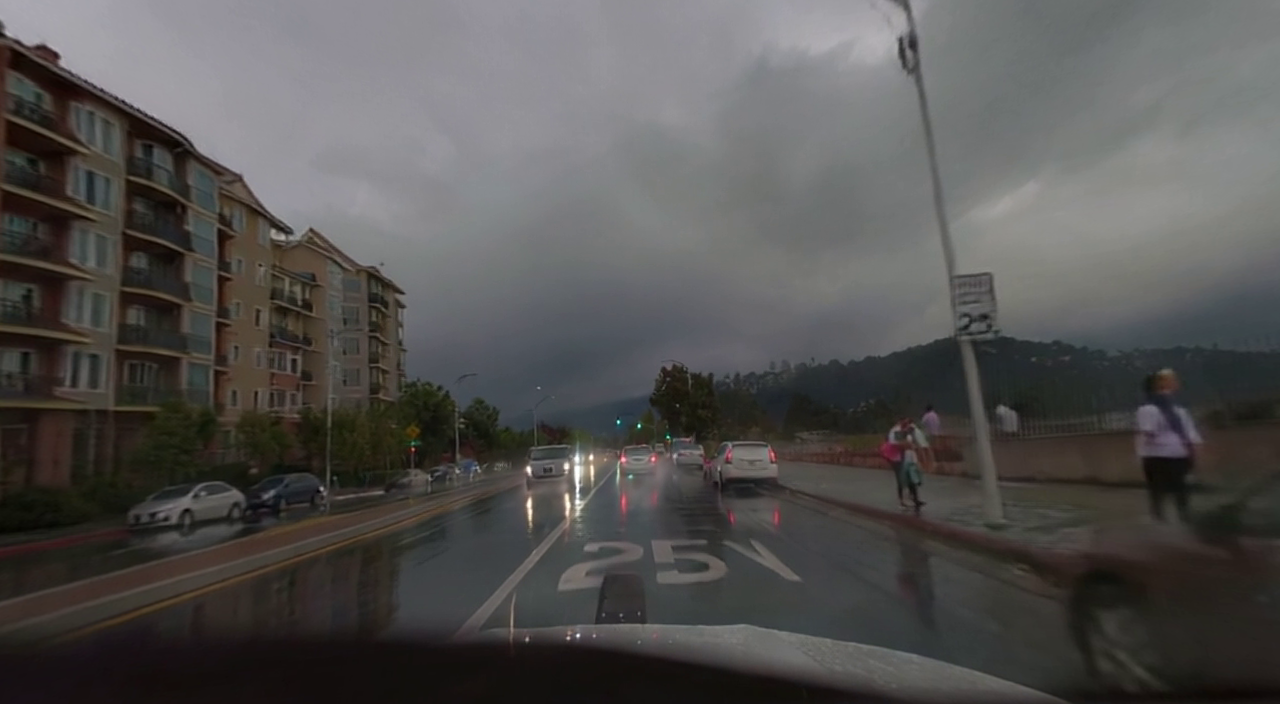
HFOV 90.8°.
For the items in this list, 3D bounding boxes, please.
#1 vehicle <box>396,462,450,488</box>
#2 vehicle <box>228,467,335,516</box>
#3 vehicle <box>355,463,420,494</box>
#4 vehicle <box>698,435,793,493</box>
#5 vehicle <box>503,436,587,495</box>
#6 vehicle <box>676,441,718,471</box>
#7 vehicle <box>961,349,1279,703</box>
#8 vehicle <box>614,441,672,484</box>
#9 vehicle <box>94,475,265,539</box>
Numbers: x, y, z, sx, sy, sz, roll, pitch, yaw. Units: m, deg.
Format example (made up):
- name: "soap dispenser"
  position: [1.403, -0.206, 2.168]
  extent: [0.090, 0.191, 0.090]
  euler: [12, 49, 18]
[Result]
- name: "vehicle"
  position: [-13.707, 7.780, 40.206]
  extent: [1.752, 1.479, 4.575]
  euler: [0, -9, 0]
- name: "vehicle"
  position: [-13.780, 5.349, 24.595]
  extent: [1.839, 1.594, 4.055]
  euler: [0, -9, -1]
- name: "vehicle"
  position: [-13.866, 6.958, 35.023]
  extent: [1.844, 1.499, 4.421]
  euler: [0, -9, -1]
- name: "vehicle"
  position: [3.081, 3.385, 19.472]
  extent: [2.077, 1.532, 4.694]
  euler: [0, -9, 0]
- name: "vehicle"
  position: [-2.982, 3.668, 20.817]
  extent: [2.065, 1.705, 4.353]
  euler: [0, -9, 0]
- name: "vehicle"
  position: [3.054, 5.646, 34.435]
  extent: [1.933, 1.501, 4.349]
  euler: [0, -9, 1]
- name: "vehicle"
  position: [3.206, 0.760, 1.842]
  extent: [1.925, 1.635, 4.905]
  euler: [0, -9, 0]
- name: "vehicle"
  position: [0.113, 4.120, 23.811]
  extent: [2.026, 1.496, 3.701]
  euler: [0, -9, 0]
- name: "vehicle"
  position: [-13.762, 4.614, 19.298]
  extent: [1.907, 1.480, 4.498]
  euler: [0, -9, -1]
